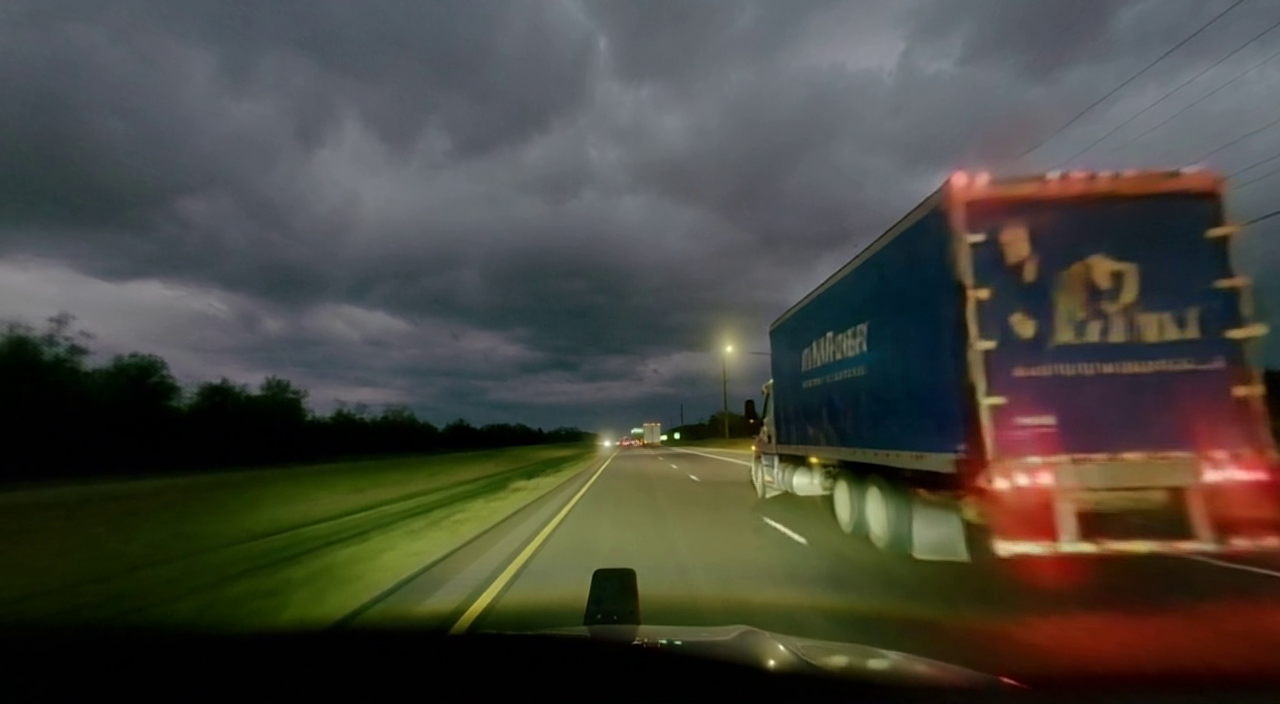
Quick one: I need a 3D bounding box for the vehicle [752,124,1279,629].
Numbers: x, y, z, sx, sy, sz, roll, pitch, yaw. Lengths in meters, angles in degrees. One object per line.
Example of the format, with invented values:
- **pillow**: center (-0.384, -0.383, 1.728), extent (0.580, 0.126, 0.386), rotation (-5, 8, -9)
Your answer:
- **vehicle**: center (4.145, 0.710, 9.125), extent (3.037, 3.672, 9.136), rotation (0, -8, -2)
